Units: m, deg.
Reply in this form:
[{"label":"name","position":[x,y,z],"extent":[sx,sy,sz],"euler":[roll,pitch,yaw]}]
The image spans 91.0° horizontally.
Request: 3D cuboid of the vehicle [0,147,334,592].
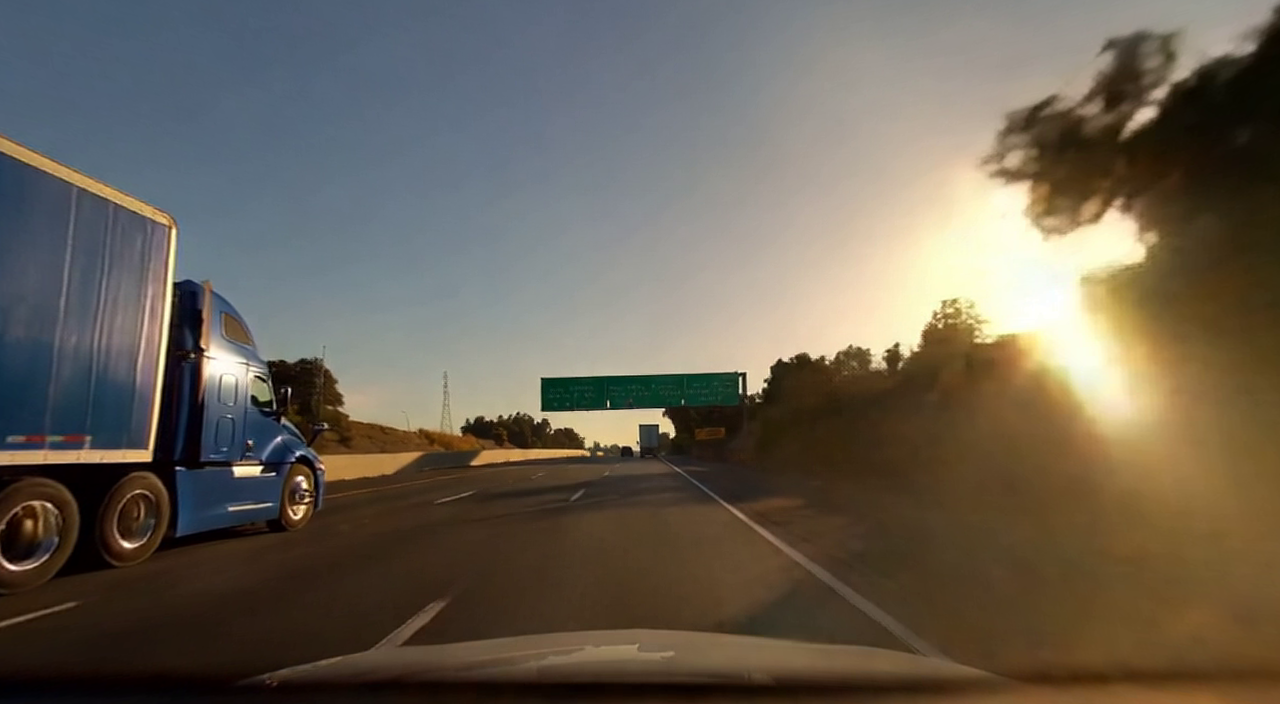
[{"label":"vehicle","position":[-7.192,0.352,6.933],"extent":[2.996,3.947,8.600],"euler":[0,-9,2]}]
